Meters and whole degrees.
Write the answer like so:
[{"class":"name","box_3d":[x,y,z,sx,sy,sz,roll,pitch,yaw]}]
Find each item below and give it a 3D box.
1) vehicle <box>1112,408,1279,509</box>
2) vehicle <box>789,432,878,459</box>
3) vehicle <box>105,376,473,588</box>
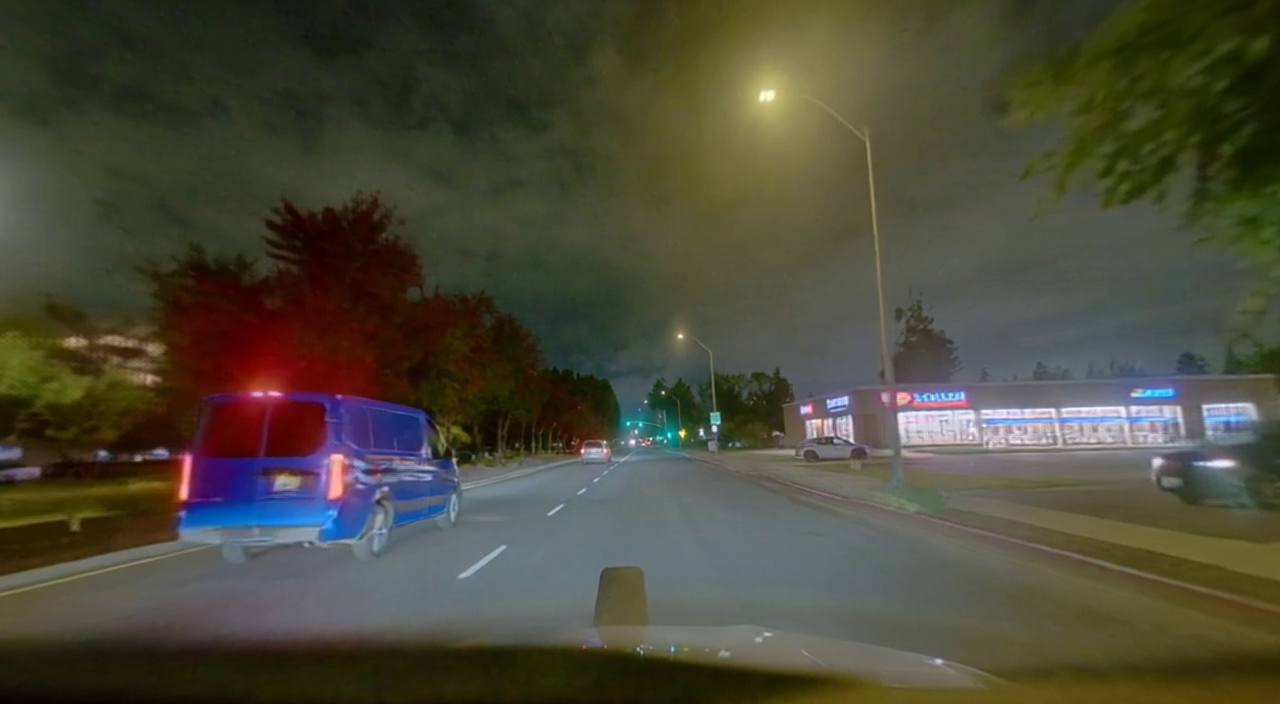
[{"class":"vehicle","box_3d":[10.788,1.761,10.636,3.935,1.518,1.985,0,-8,-1]},{"class":"vehicle","box_3d":[11.371,5.528,37.116,4.607,1.471,1.982,0,-8,0]},{"class":"vehicle","box_3d":[-3.992,1.578,8.499,2.152,1.987,4.952,0,-8,-1]}]
